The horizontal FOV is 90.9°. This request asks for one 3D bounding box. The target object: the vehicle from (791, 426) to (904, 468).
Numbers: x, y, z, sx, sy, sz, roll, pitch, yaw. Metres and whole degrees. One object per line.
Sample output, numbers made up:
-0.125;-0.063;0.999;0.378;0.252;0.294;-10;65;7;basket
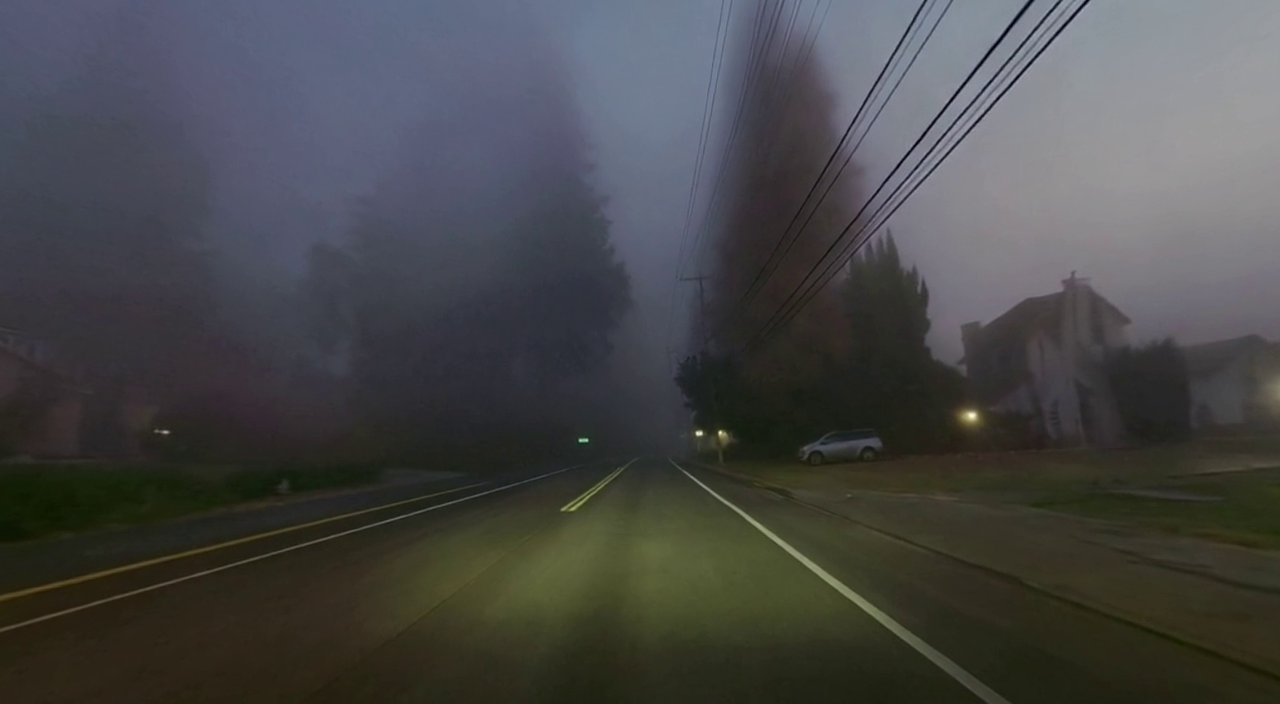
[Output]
9.502;4.406;29.211;4.494;1.850;2.027;0;-9;0;vehicle
